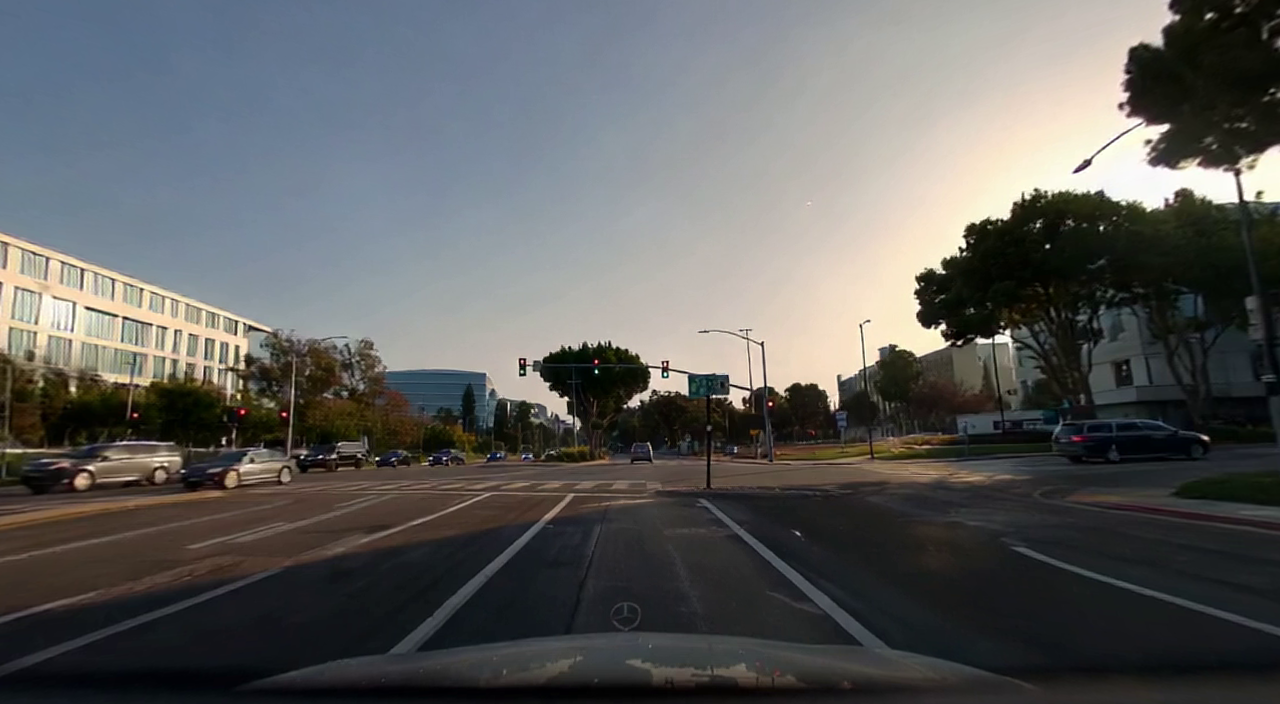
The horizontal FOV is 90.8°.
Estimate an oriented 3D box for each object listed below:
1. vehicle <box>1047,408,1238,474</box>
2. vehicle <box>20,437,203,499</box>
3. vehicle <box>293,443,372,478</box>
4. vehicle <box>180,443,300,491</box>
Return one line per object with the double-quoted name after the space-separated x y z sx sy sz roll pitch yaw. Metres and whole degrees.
17.351 3.107 22.030 4.709 1.920 2.166 -3 -8 -1 "vehicle"
-20.429 4.455 24.891 2.299 2.092 5.503 -2 -8 2 "vehicle"
-19.873 6.987 41.146 2.380 1.963 5.458 -3 -8 1 "vehicle"
-16.561 4.737 26.472 1.962 1.735 4.577 -2 -8 1 "vehicle"
